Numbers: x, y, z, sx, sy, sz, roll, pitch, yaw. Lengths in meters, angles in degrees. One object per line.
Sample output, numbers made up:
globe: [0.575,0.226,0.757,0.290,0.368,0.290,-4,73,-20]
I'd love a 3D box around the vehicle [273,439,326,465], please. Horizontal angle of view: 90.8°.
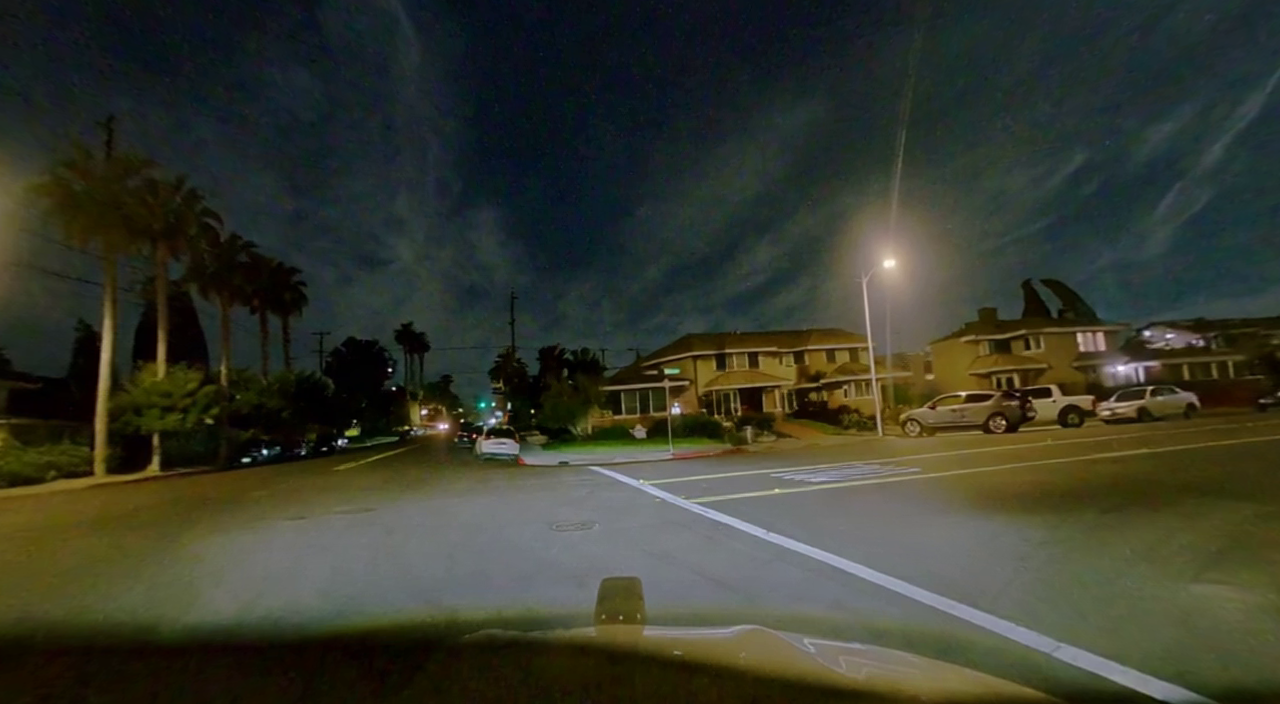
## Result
vehicle: [-21.243,6.231,39.538,1.795,1.463,4.382,2,-9,-14]

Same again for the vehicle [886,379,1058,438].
vehicle: [11.389,2.097,22.103,1.998,1.752,4.866,5,-10,-32]

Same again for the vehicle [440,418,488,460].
vehicle: [-9.122,4.530,32.784,2.154,2.035,4.261,2,-9,-16]

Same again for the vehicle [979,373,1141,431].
vehicle: [14.916,1.893,22.688,1.995,1.772,4.273,5,-10,-30]

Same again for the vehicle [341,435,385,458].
vehicle: [-19.279,6.585,44.155,2.071,1.538,4.428,2,-9,-14]

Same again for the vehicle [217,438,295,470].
vehicle: [-19.650,5.229,32.578,2.118,1.526,4.727,2,-9,-15]
